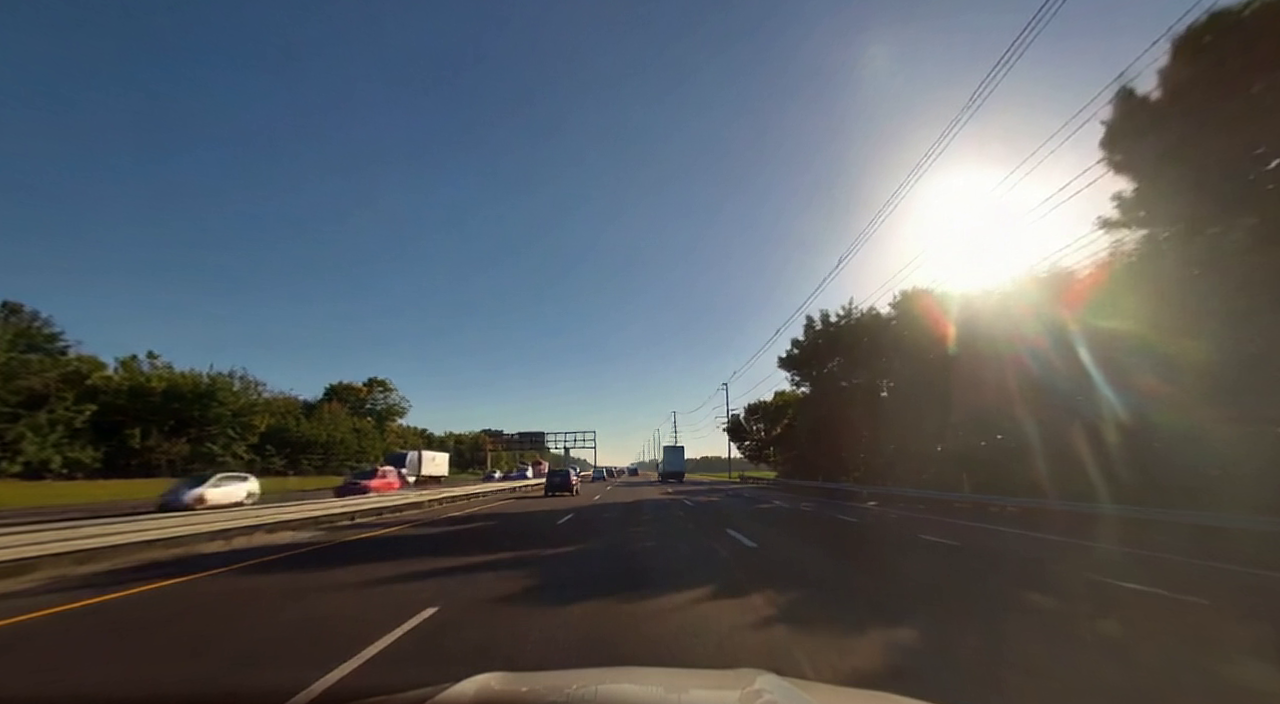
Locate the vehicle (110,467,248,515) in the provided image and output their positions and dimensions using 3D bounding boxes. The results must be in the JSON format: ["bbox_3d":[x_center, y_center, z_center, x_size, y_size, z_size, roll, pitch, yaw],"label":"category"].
[{"bbox_3d":[-15.988,4.823,22.155,1.825,1.468,3.919,1,-11,0],"label":"vehicle"}]

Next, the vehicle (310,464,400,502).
[{"bbox_3d":[-12.435,5.728,27.801,1.922,1.495,4.213,1,-11,0],"label":"vehicle"}]

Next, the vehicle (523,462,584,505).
[{"bbox_3d":[-3.495,5.417,26.191,1.942,1.597,3.943,1,-11,0],"label":"vehicle"}]
